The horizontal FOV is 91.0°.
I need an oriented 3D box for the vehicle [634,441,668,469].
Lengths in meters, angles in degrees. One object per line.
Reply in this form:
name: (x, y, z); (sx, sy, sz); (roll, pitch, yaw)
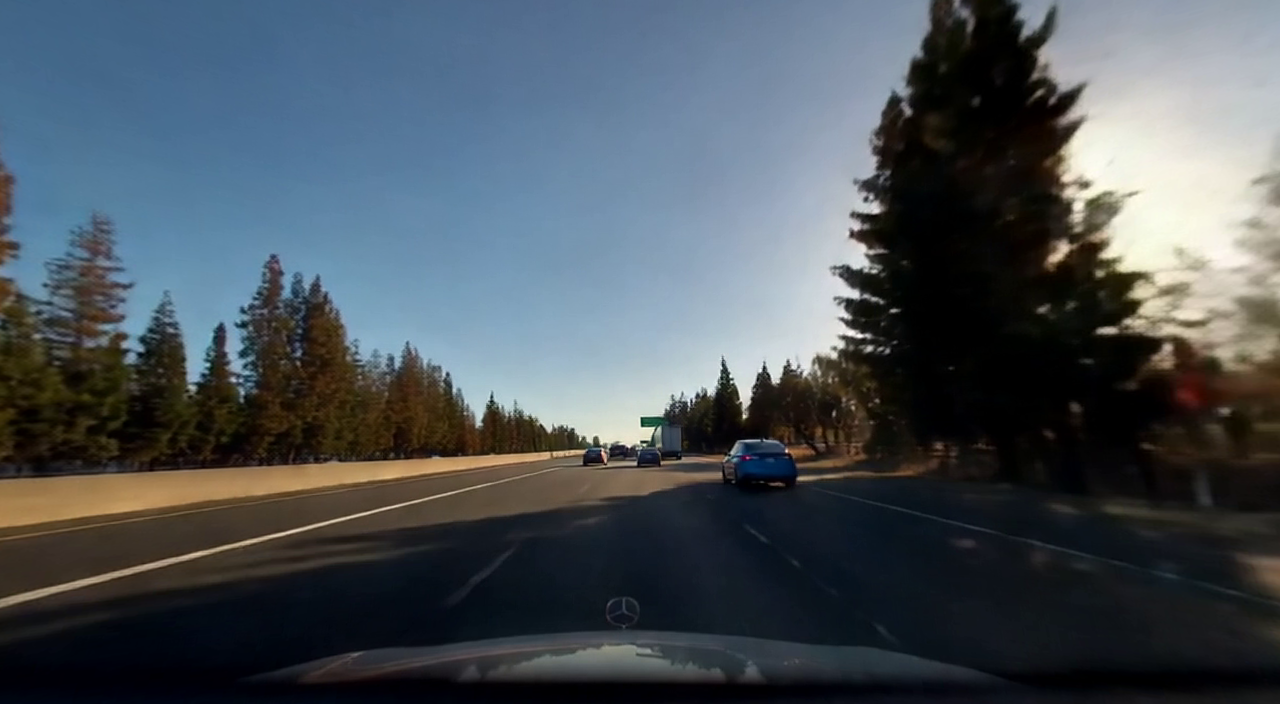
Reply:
vehicle: (0.711, 7.142, 43.760); (2.205, 1.785, 4.423); (0, -9, 0)

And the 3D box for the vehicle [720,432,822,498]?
vehicle: (3.754, 3.332, 18.907); (2.082, 1.720, 4.393); (0, -9, 0)
